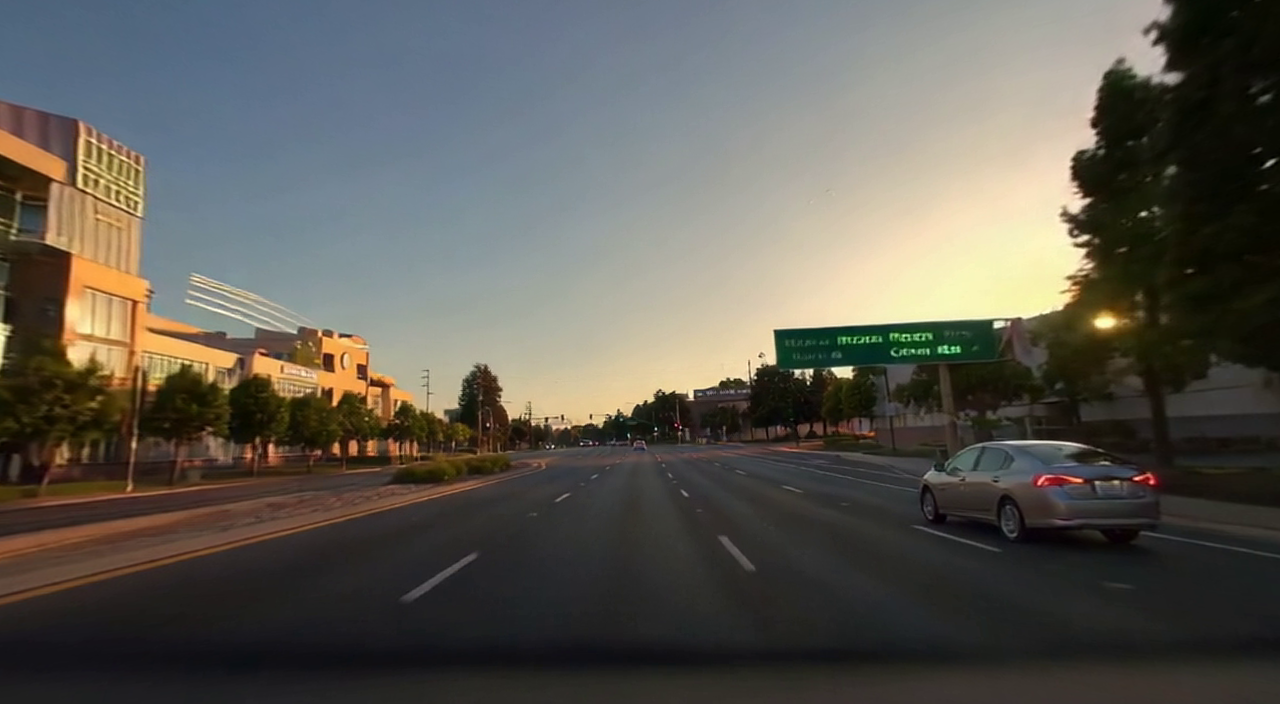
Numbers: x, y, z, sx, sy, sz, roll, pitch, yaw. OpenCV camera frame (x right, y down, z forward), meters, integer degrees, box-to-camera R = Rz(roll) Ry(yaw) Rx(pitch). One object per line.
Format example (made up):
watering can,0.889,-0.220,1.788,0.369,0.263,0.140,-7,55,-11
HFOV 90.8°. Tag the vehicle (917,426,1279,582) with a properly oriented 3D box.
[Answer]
vehicle,5.760,1.803,8.430,2.070,1.491,4.575,0,-8,1
